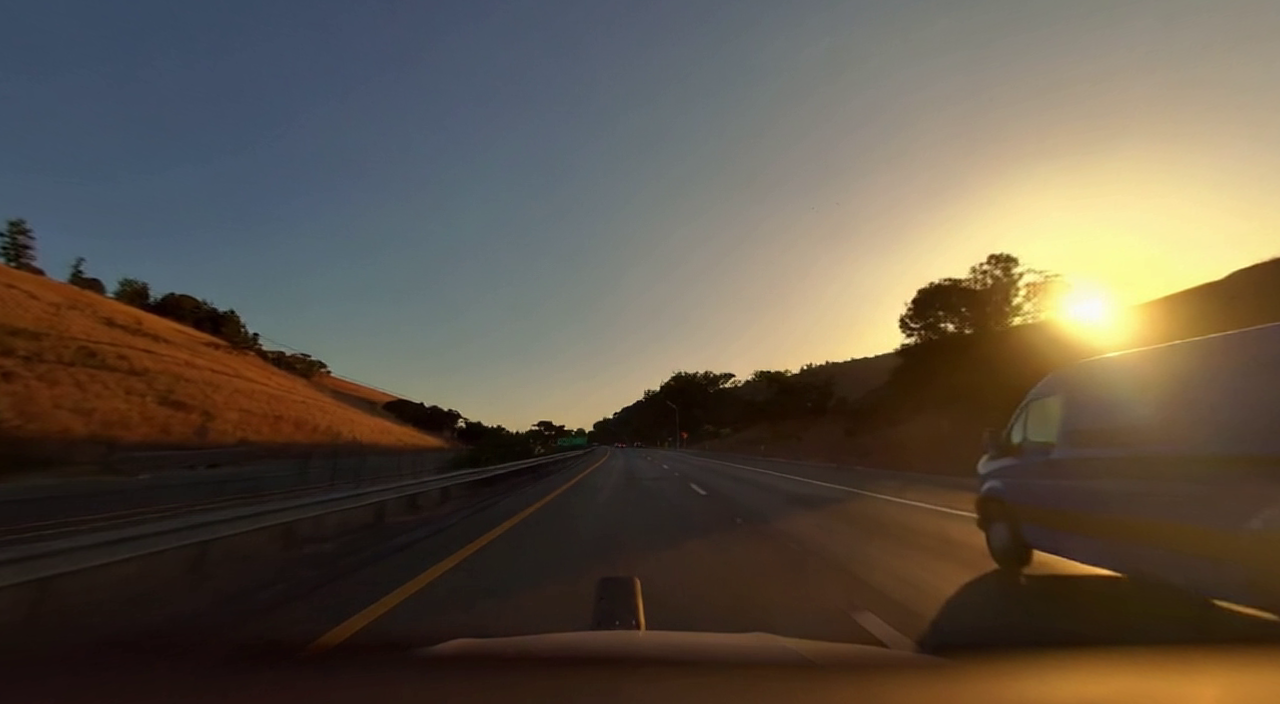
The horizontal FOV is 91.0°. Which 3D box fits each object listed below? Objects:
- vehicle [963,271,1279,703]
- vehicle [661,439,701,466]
[{"bbox_3d":[4.168,0.697,3.393,2.269,2.048,4.679,0,-8,-1],"label":"vehicle"},{"bbox_3d":[2.299,5.824,36.573,2.005,1.466,3.739,0,-8,-1],"label":"vehicle"}]
